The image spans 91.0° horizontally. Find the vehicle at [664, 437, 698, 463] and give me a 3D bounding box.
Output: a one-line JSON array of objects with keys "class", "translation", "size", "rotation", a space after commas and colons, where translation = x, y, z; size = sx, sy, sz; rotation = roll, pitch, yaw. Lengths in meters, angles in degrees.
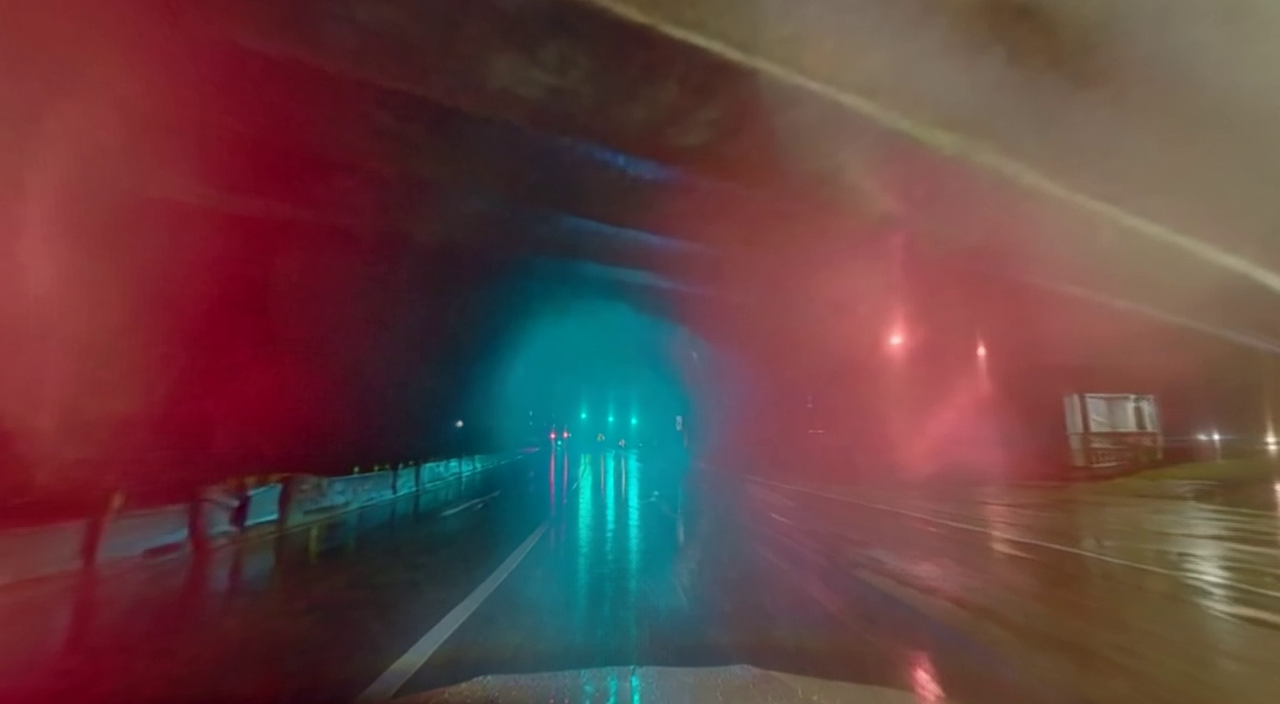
[{"class": "vehicle", "translation": [2.515, 5.974, 38.490], "size": [1.947, 1.475, 3.962], "rotation": [-1, -8, 5]}]
